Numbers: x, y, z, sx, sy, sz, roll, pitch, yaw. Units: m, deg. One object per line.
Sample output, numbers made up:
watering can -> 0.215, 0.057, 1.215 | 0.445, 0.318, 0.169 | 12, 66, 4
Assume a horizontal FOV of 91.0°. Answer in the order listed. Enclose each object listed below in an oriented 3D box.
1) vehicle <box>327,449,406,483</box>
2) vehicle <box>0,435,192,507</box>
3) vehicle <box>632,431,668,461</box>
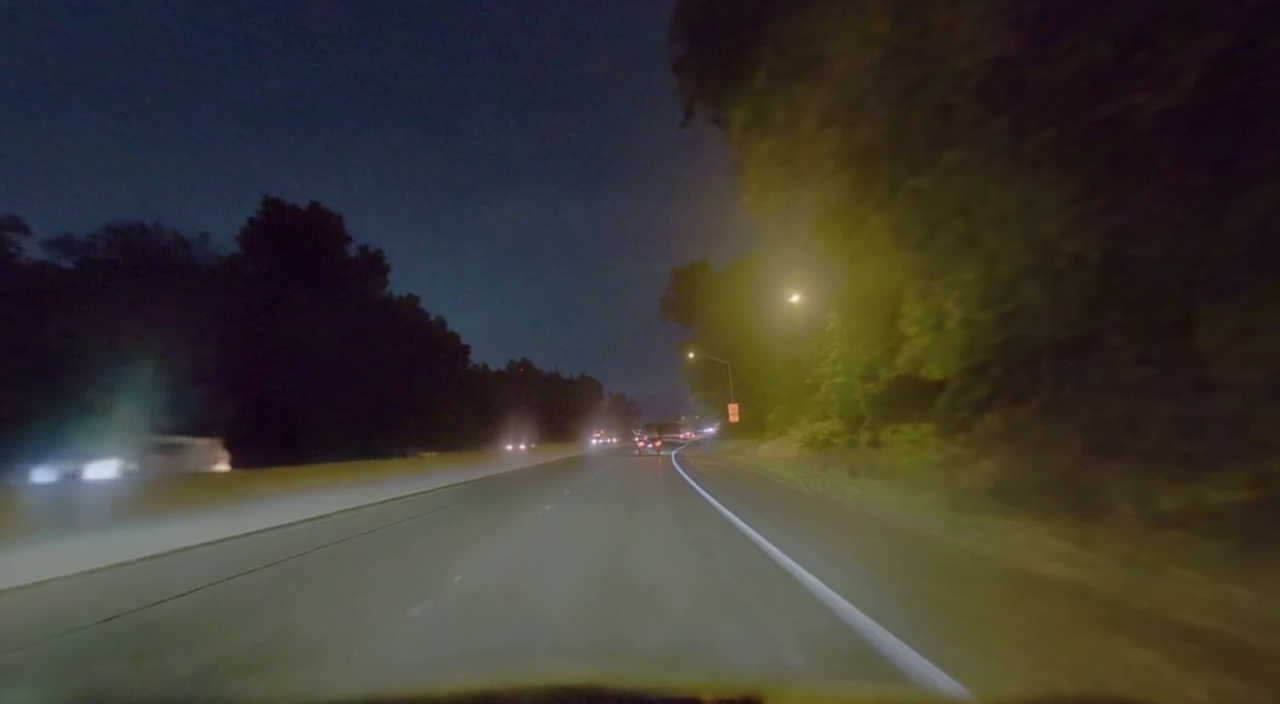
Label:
vehicle -> -13.017, 5.419, 30.236 | 1.865, 1.444, 4.278 | 0, -8, 0
vehicle -> -17.243, 3.700, 20.200 | 2.073, 2.006, 4.772 | -1, -8, 1
vehicle -> 0.677, 6.134, 41.325 | 2.188, 1.825, 4.282 | -1, -8, 1
